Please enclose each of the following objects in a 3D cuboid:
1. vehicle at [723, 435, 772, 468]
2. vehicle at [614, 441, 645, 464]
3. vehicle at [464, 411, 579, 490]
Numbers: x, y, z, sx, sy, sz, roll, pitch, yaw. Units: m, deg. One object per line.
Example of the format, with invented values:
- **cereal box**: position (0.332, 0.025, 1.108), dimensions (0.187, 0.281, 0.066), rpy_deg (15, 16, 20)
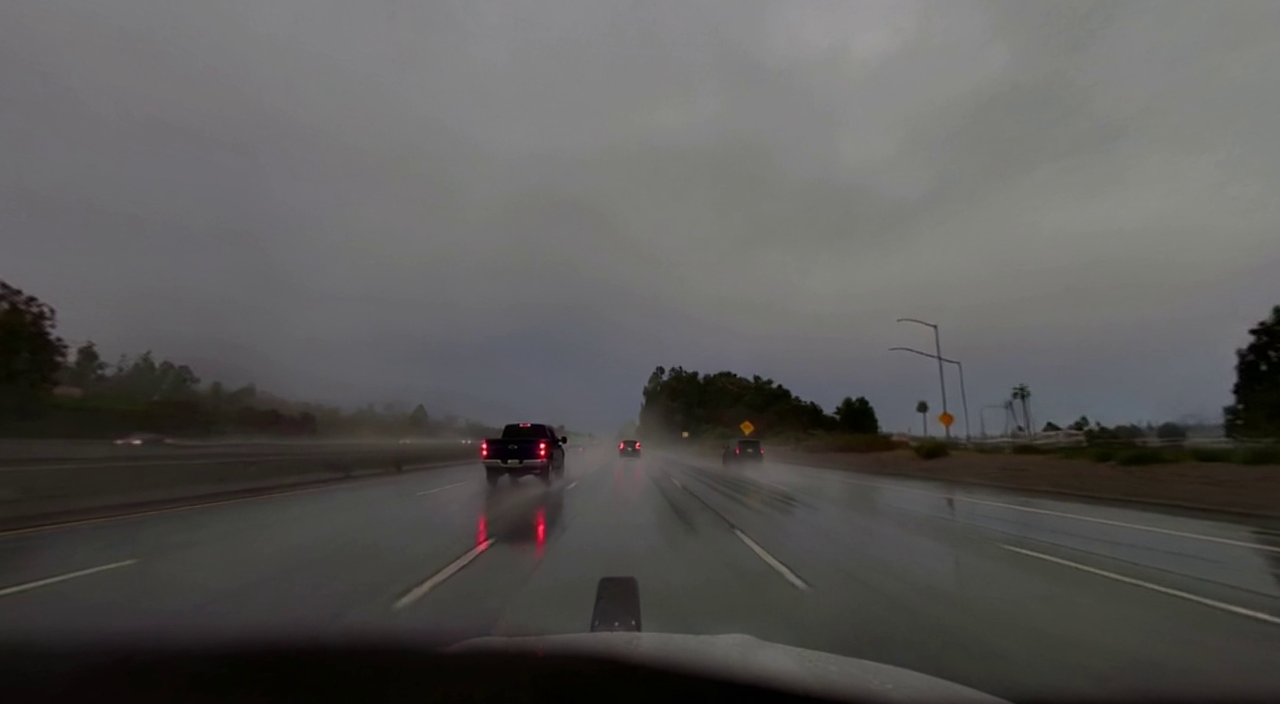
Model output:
- **vehicle**: position (6.732, 6.294, 40.054), dimensions (2.103, 1.898, 5.310), rpy_deg (0, -9, -1)
- **vehicle**: position (-0.732, 7.364, 46.370), dimensions (2.157, 1.642, 4.189), rpy_deg (0, -9, -1)
- **vehicle**: position (-3.594, 3.207, 20.686), dimensions (2.592, 2.179, 6.034), rpy_deg (0, -9, 0)
